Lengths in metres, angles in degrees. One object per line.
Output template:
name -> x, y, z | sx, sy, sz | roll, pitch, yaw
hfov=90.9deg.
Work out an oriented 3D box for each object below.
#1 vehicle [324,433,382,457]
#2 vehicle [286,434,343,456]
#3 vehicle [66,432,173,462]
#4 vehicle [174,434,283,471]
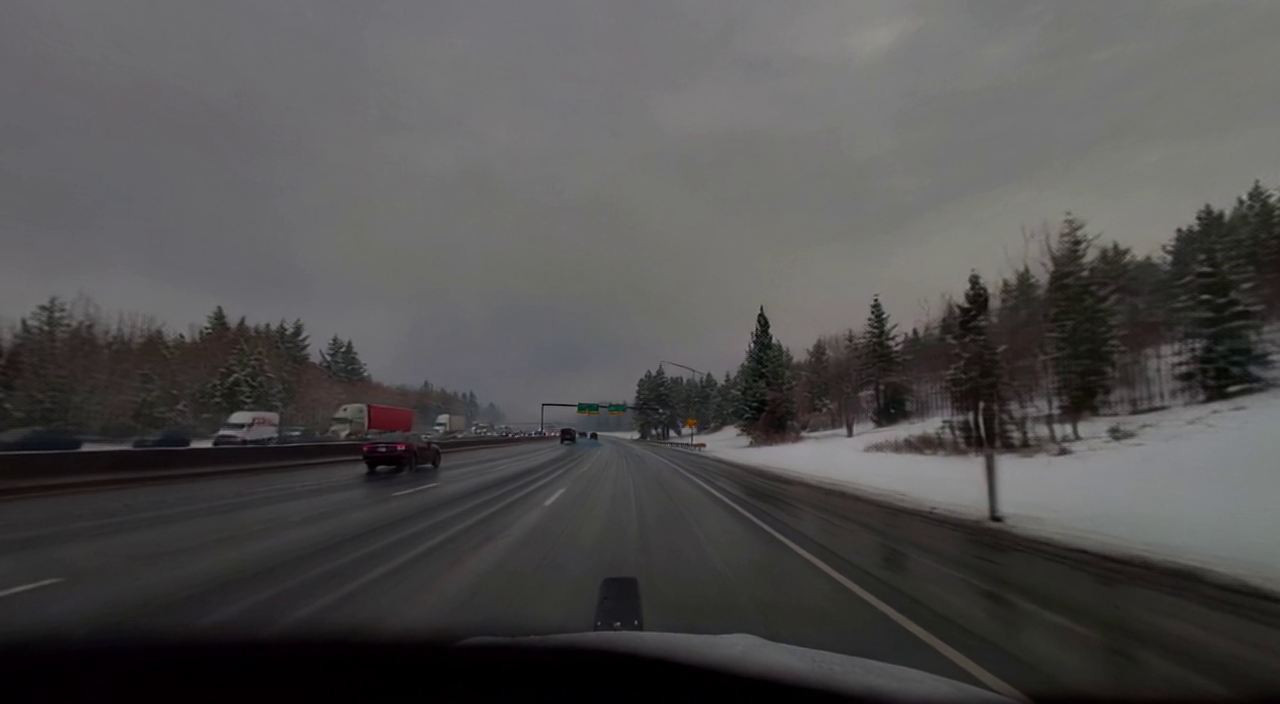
vehicle -> -18.708, 6.057, 41.271 | 1.851, 1.449, 4.293 | 0, -8, -1
vehicle -> -22.860, 6.526, 44.464 | 1.815, 1.416, 4.350 | 0, -8, -2
vehicle -> -26.190, 4.795, 31.961 | 1.799, 1.417, 4.395 | 0, -8, -2
vehicle -> -19.077, 4.629, 29.502 | 1.995, 1.584, 4.624 | 0, -8, -1
